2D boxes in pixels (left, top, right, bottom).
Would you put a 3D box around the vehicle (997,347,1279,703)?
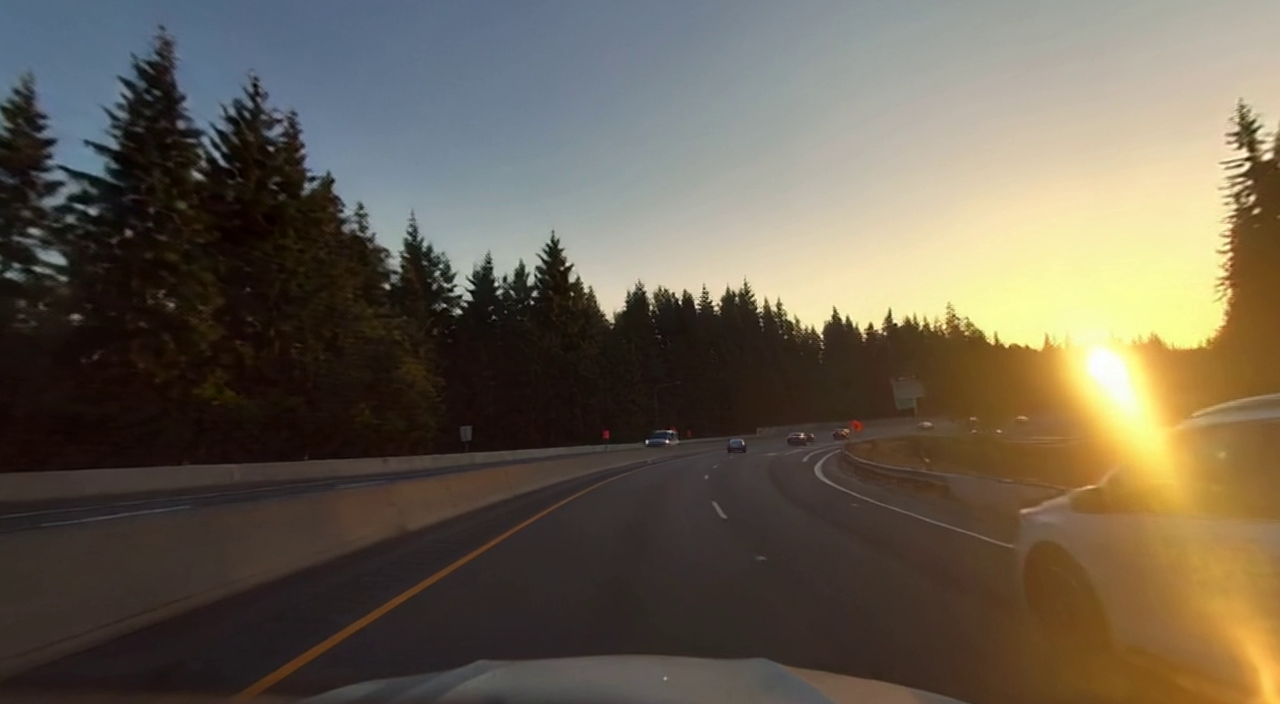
[{"bbox_3d":[3.715,0.812,2.425,2.112,1.708,4.380,0,-8,0],"label":"vehicle"}]
